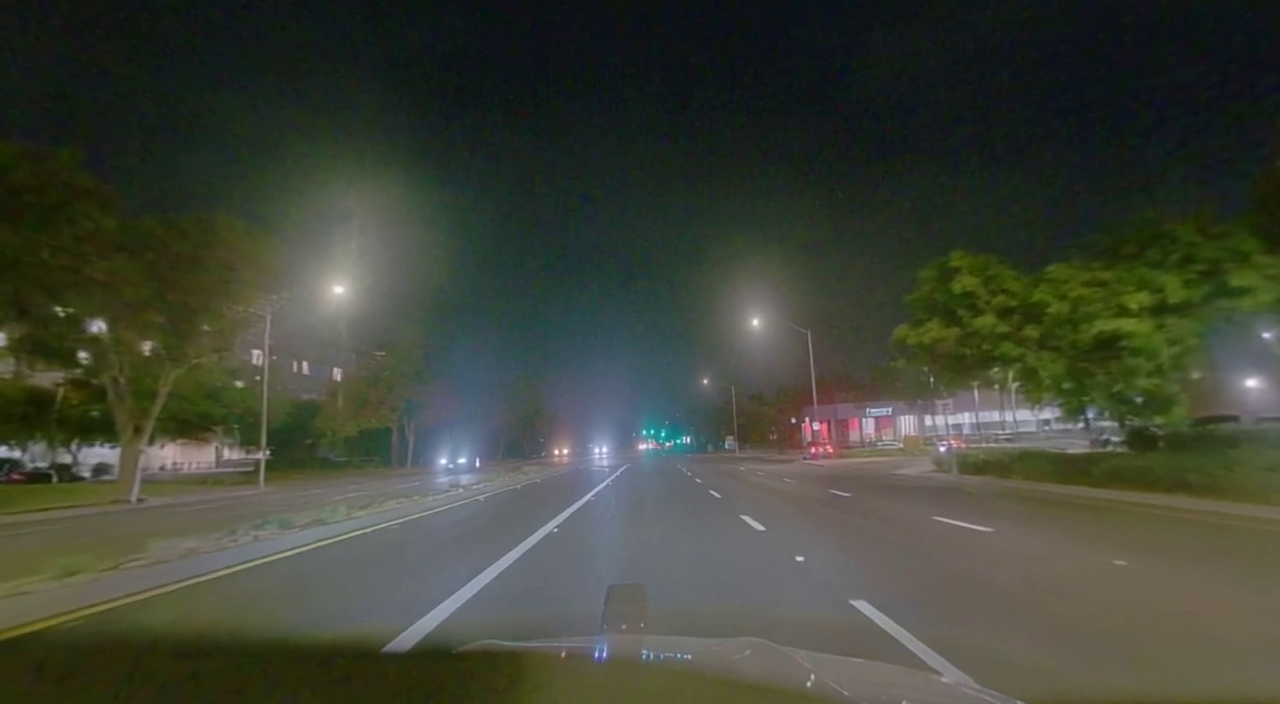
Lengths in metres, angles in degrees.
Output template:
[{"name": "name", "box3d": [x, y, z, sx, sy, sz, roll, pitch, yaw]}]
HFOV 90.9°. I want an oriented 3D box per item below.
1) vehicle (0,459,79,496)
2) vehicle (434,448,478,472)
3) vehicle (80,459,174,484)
[{"name": "vehicle", "box3d": [-34.230, 6.741, 33.986, 5.398, 1.832, 2.197, 1, -8, -10]}, {"name": "vehicle", "box3d": [-14.270, 8.374, 49.152, 1.983, 1.725, 4.359, -1, -8, 2]}, {"name": "vehicle", "box3d": [-40.526, 9.445, 49.926, 5.288, 1.786, 2.076, 2, -9, -15]}]
